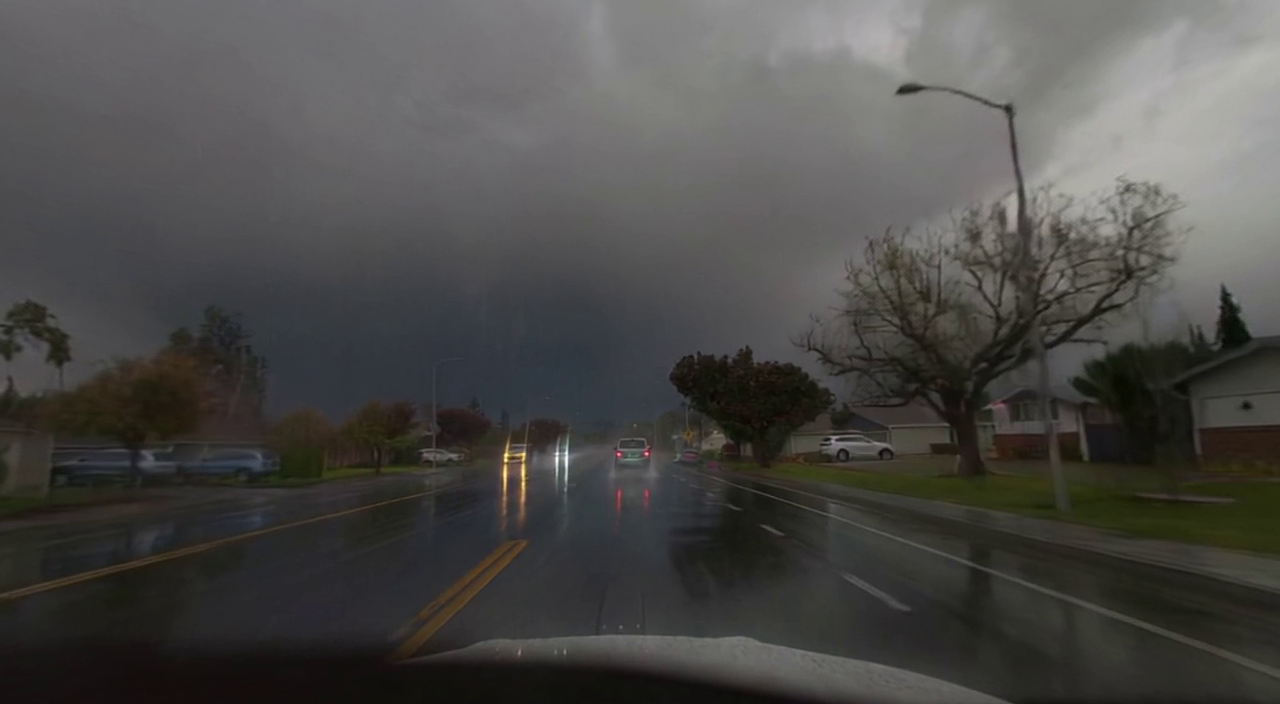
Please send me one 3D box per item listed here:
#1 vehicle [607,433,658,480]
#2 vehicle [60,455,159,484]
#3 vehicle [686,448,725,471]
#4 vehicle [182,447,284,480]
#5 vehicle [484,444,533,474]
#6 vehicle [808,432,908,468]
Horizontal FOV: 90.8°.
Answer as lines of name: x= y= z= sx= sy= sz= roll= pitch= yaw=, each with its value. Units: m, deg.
vehicle: x=-0.358 y=4.746 z=29.009 sx=2.153 sy=1.942 sz=4.767 roll=0 pitch=-8 yaw=-1
vehicle: x=-27.258 y=6.023 z=32.523 sx=3.522 sy=1.372 sz=1.652 roll=0 pitch=-9 yaw=-2
vehicle: x=4.432 y=7.328 z=43.354 sx=1.963 sy=1.469 sz=4.709 roll=0 pitch=-8 yaw=-2
vehicle: x=-21.243 y=5.810 z=33.110 sx=4.020 sy=1.635 sz=1.875 roll=0 pitch=-8 yaw=2
vehicle: x=-8.398 y=6.857 z=40.720 sx=2.114 sy=1.811 sz=4.949 roll=0 pitch=-8 yaw=-1
vehicle: x=12.405 y=5.596 z=36.176 sx=4.870 sy=1.926 sz=2.094 roll=0 pitch=-8 yaw=-1
